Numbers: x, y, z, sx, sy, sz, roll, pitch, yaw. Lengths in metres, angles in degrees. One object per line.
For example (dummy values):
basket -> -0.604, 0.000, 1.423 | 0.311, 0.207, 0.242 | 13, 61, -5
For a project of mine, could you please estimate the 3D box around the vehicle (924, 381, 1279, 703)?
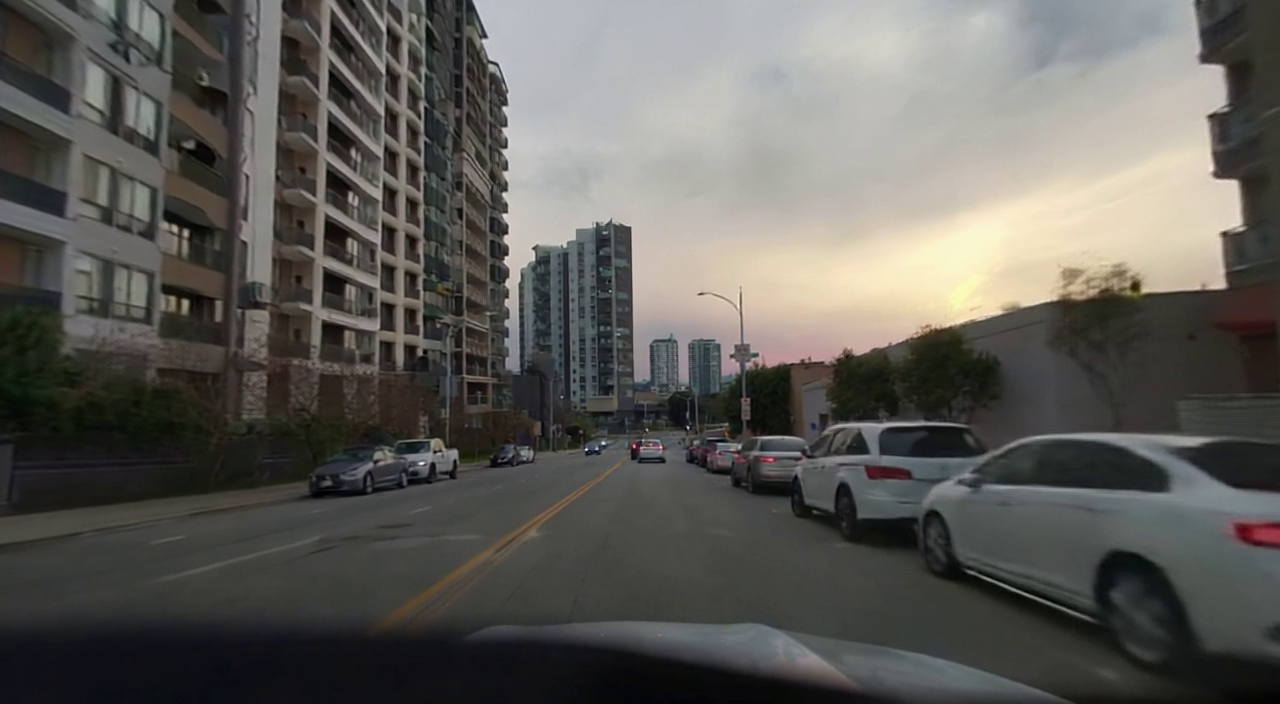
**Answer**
vehicle -> 3.778, 1.164, 4.523 | 1.946, 1.607, 3.082 | 0, -8, -1

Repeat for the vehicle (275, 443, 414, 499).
vehicle -> -9.206, 3.722, 20.171 | 2.089, 1.549, 4.597 | -1, -8, 2

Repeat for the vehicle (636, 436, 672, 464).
vehicle -> 0.895, 6.460, 41.555 | 2.261, 1.740, 4.065 | 0, -8, 0

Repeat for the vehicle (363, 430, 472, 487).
vehicle -> -8.962, 4.339, 26.071 | 2.457, 2.048, 5.461 | 0, -8, 0

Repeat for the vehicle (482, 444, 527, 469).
vehicle -> -8.803, 6.821, 41.331 | 2.021, 1.474, 4.337 | 0, -8, -1
